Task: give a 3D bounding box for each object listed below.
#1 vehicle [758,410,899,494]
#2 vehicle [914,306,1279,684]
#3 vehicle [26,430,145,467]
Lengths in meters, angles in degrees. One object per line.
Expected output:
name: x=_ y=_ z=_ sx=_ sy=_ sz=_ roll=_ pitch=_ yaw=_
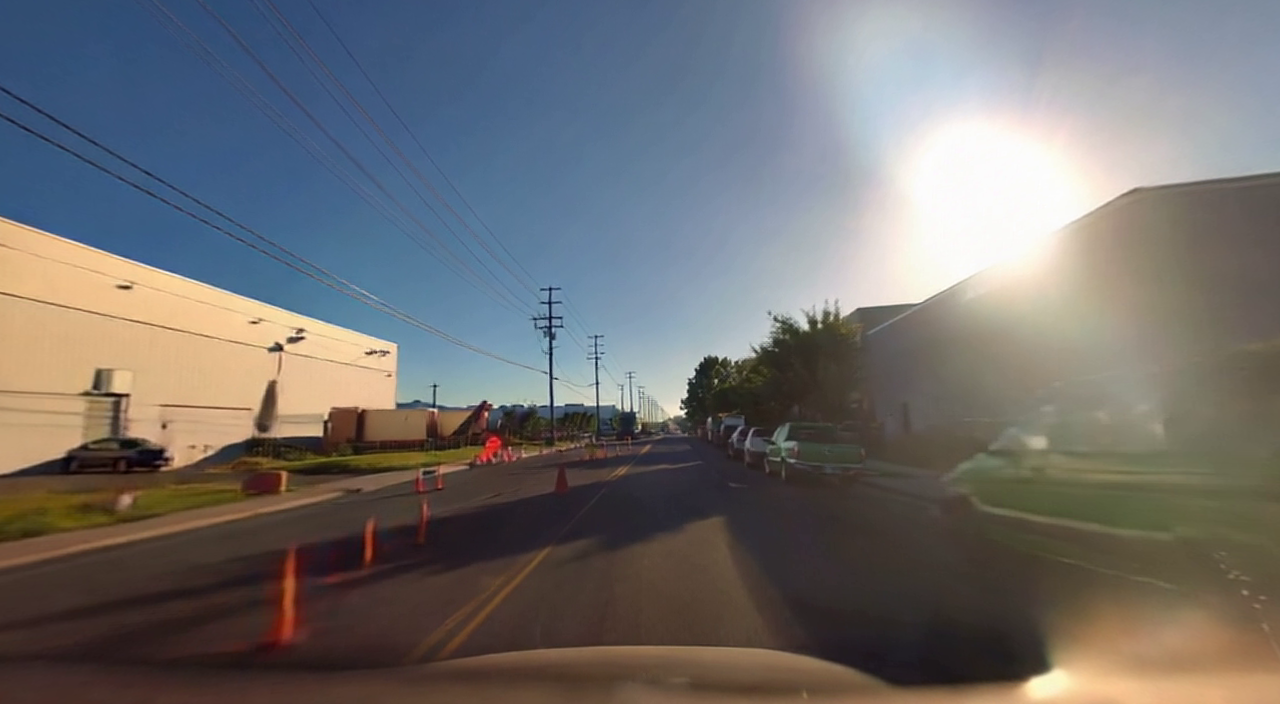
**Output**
vehicle: x=4.531 y=2.526 z=16.241 sx=2.009 sy=1.776 sz=5.440 roll=0 pitch=-8 yaw=1
vehicle: x=4.394 y=1.012 z=5.111 sx=2.010 sy=1.985 sz=5.124 roll=0 pitch=-8 yaw=0
vehicle: x=-23.299 y=4.056 z=26.594 sx=3.663 sy=1.470 sz=1.654 roll=-2 pitch=-8 yaw=8
